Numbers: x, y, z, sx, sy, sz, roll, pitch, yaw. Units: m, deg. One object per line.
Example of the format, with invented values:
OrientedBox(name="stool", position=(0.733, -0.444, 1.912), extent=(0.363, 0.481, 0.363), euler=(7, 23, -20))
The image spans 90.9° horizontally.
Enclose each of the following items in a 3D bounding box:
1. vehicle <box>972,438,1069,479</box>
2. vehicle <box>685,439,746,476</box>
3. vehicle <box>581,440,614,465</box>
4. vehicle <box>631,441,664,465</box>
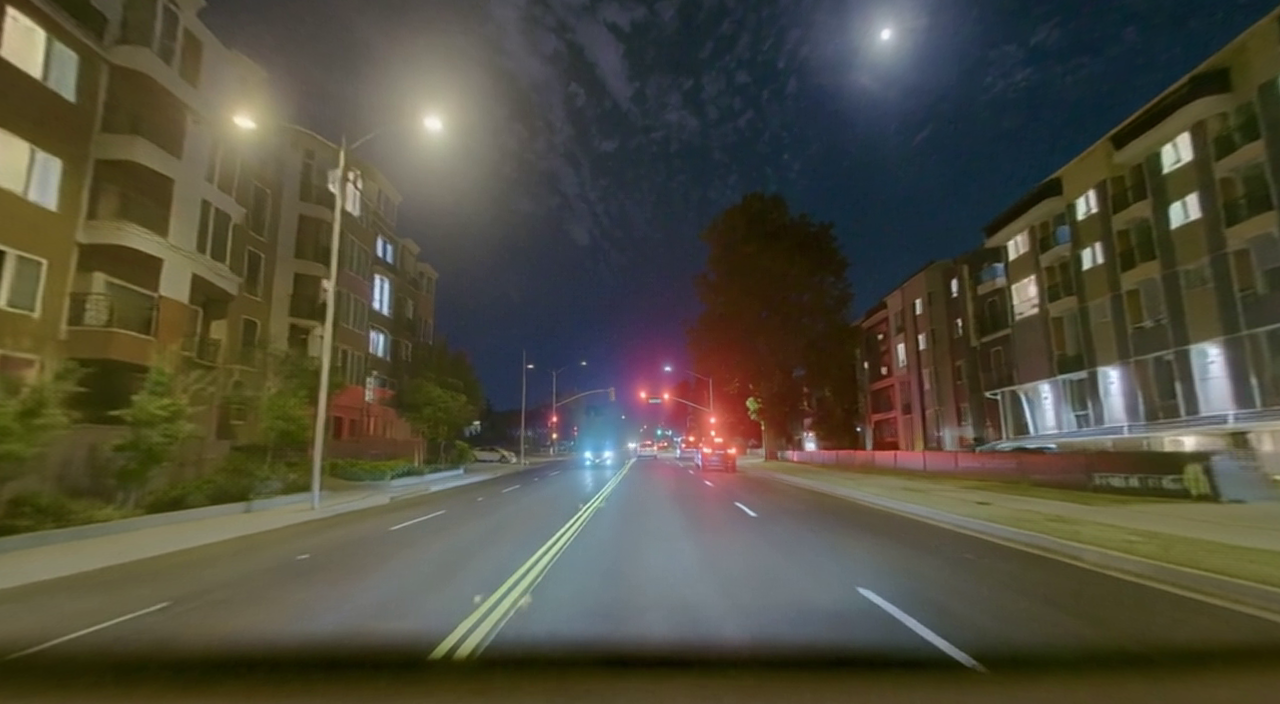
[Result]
OrientedBox(name="vehicle", position=(17.983, 5.035, 30.005), extent=(1.831, 1.778, 3.787), euler=(1, -9, -8))
OrientedBox(name="vehicle", position=(3.249, 4.662, 28.063), extent=(2.078, 1.488, 4.741), euler=(0, -9, -1))
OrientedBox(name="vehicle", position=(-2.856, 6.860, 43.003), extent=(1.954, 1.618, 4.050), euler=(0, -9, 1))
OrientedBox(name="vehicle", position=(0.433, 6.723, 42.085), extent=(2.097, 1.463, 4.043), euler=(0, -9, -1))
